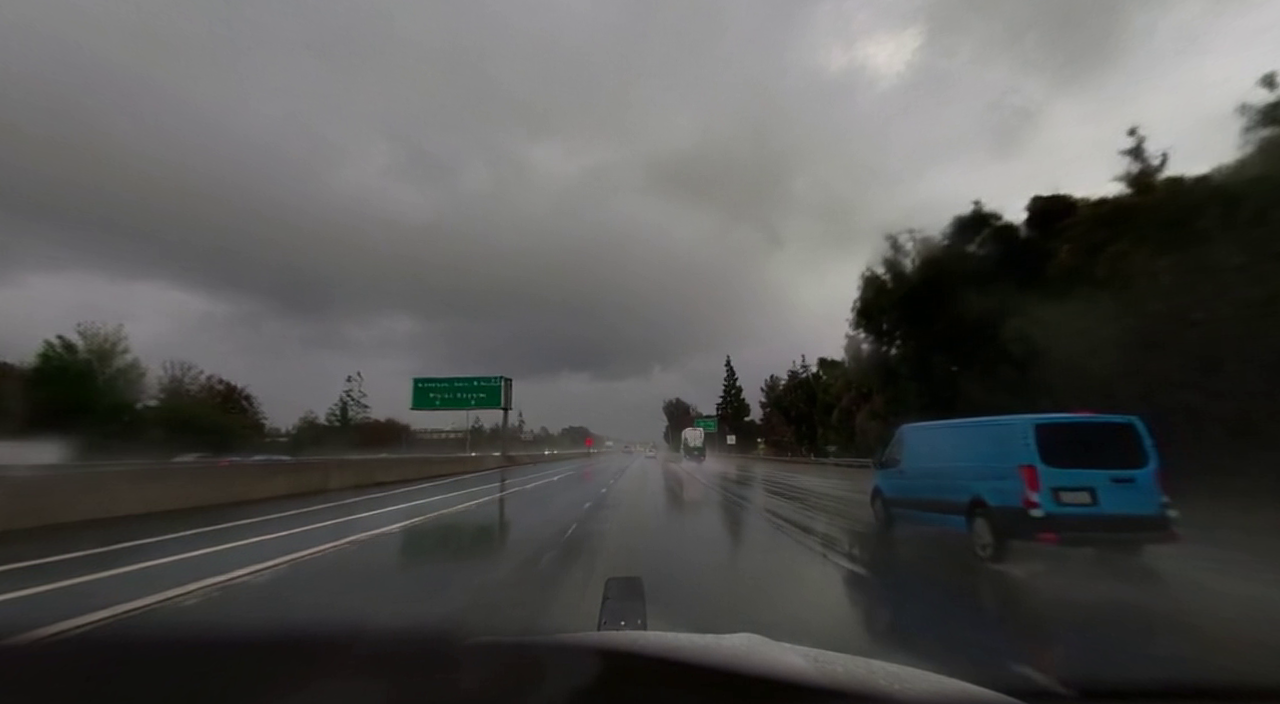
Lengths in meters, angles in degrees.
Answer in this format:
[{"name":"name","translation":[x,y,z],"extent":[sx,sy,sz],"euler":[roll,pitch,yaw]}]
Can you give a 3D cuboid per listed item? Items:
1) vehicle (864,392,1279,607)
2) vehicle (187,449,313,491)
[{"name":"vehicle","translation":[4.578,1.584,7.589],"extent":[1.971,1.795,4.389],"euler":[0,-9,-3]},{"name":"vehicle","translation":[-15.142,4.579,24.830],"extent":[1.903,1.486,4.666],"euler":[0,-9,1]}]
